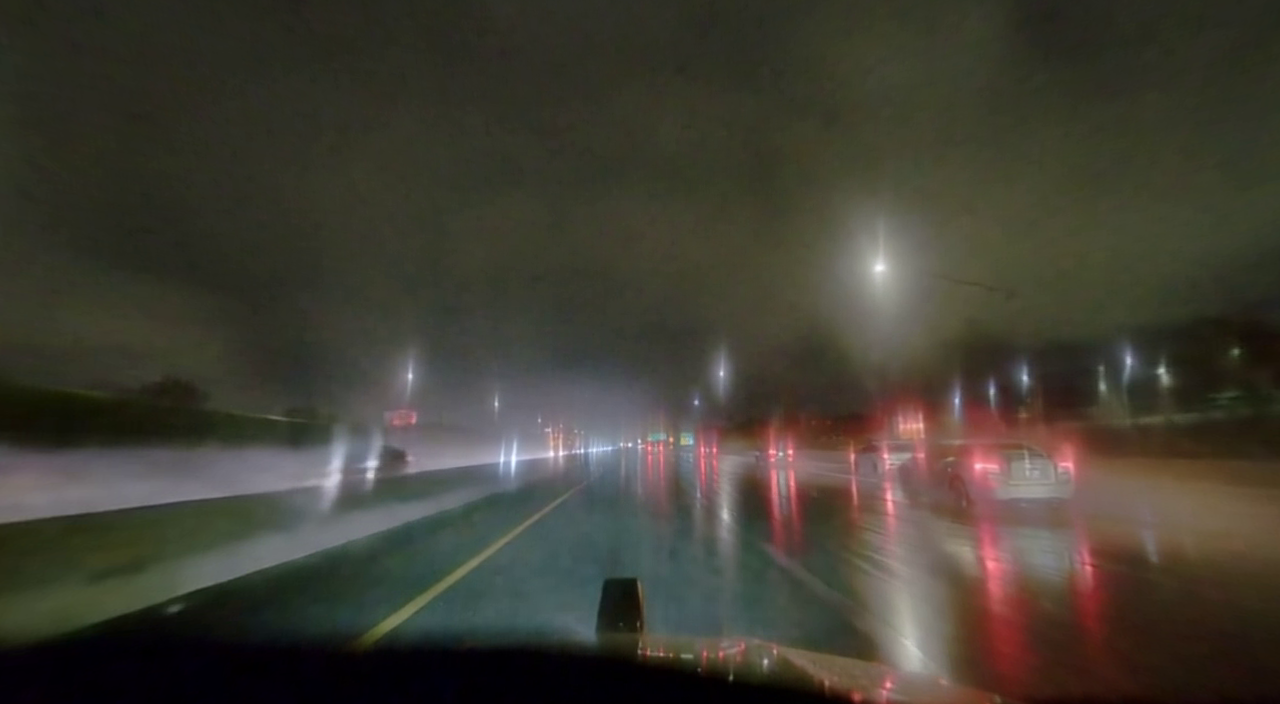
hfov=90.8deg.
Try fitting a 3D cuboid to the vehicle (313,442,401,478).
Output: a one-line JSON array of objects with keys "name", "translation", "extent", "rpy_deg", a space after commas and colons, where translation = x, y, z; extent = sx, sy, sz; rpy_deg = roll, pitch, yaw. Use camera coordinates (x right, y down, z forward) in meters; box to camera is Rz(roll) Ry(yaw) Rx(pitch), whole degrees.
[{"name": "vehicle", "translation": [-13.395, 5.116, 30.232], "extent": [1.949, 1.585, 4.819], "rpy_deg": [0, -8, 0]}]

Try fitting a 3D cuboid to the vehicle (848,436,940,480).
[{"name": "vehicle", "translation": [10.753, 4.510, 27.130], "extent": [2.068, 1.680, 4.361], "rpy_deg": [-1, -8, 0]}]

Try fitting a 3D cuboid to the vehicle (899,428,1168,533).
[{"name": "vehicle", "translation": [6.875, 2.274, 11.858], "extent": [1.901, 1.548, 4.684], "rpy_deg": [0, -9, -2]}]
